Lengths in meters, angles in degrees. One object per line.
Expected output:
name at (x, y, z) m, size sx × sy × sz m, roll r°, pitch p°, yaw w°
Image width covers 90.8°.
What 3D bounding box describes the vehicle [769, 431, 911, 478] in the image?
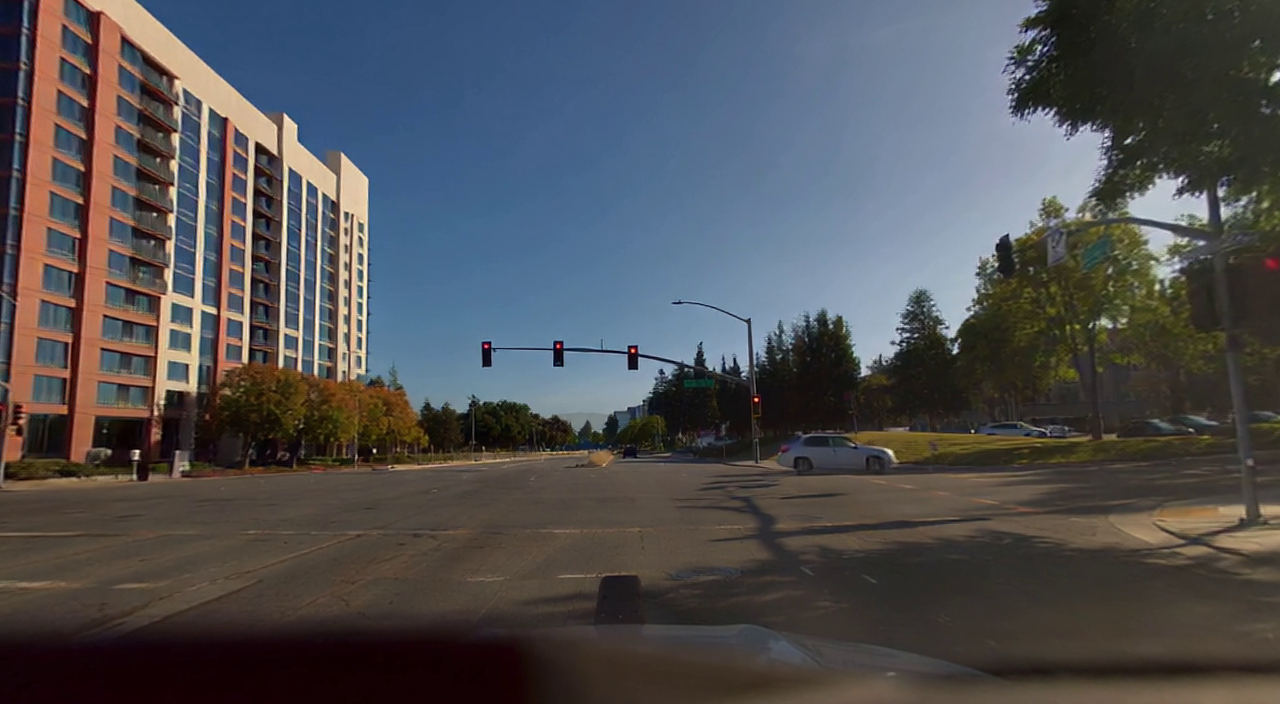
vehicle at (8.222, 4.290, 26.511) m, size 5.357 × 1.814 × 2.141 m, roll -2°, pitch -8°, yaw 10°
